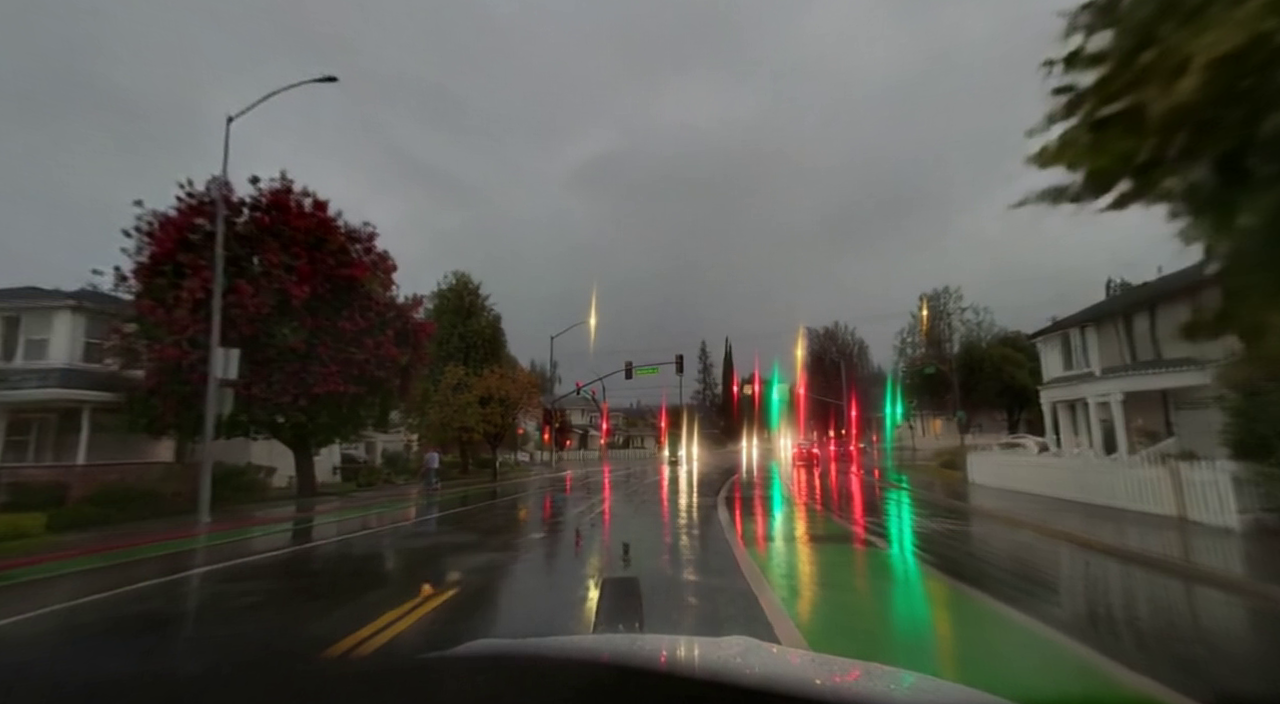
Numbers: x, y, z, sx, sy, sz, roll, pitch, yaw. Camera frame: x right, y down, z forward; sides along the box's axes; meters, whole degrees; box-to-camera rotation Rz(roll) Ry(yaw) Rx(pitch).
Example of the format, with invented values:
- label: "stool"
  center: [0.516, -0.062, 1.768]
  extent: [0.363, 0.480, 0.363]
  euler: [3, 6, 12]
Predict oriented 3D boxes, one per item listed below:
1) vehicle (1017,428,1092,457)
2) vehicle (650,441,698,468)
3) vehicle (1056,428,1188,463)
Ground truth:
- label: "vehicle"
  center: [23.478, 5.194, 35.855]
  extent: [1.937, 1.474, 5.114]
  euler: [-5, -10, 15]
- label: "vehicle"
  center: [2.106, 6.071, 37.517]
  extent: [1.904, 1.489, 4.746]
  euler: [-3, -9, 15]
- label: "vehicle"
  center: [23.028, 4.487, 30.397]
  extent: [1.972, 1.477, 5.340]
  euler: [-2, -8, -2]
